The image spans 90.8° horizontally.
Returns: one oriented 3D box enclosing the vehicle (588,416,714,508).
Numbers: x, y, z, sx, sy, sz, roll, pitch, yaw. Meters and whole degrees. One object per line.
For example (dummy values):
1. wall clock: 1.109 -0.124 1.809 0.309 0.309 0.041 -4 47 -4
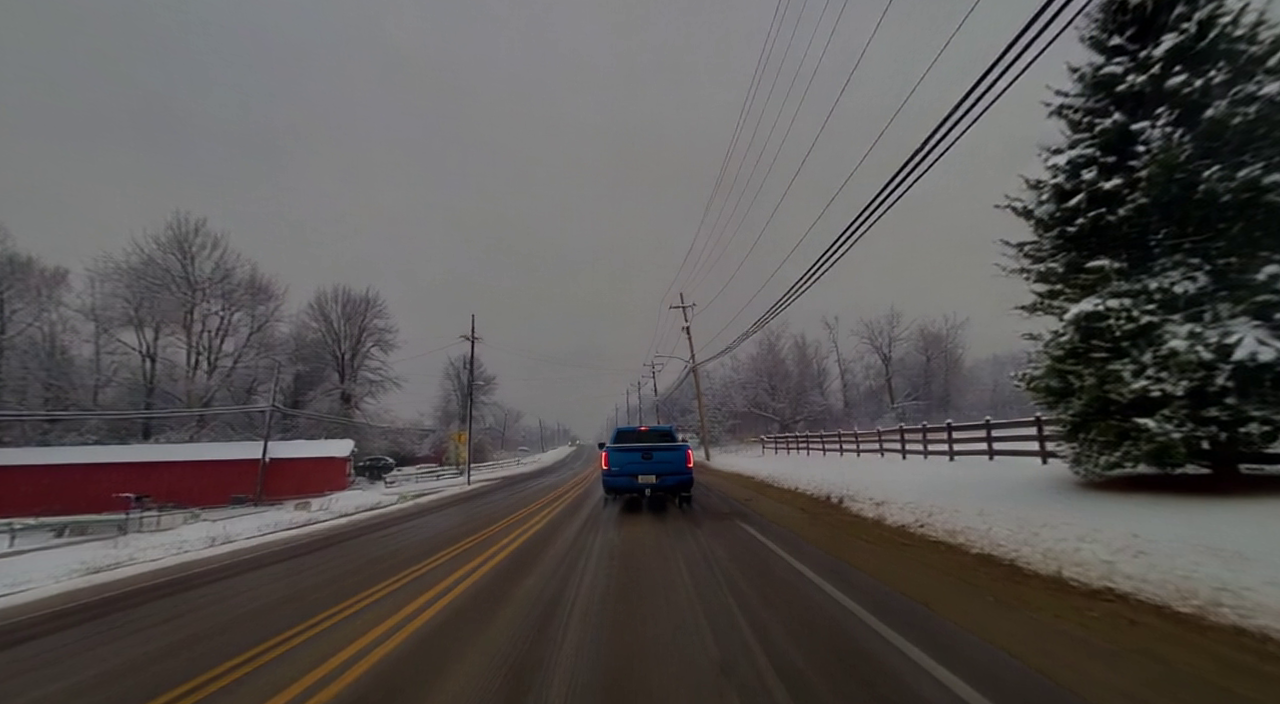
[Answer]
1. vehicle: 0.146 2.817 16.712 2.693 1.941 6.356 0 -8 -2
